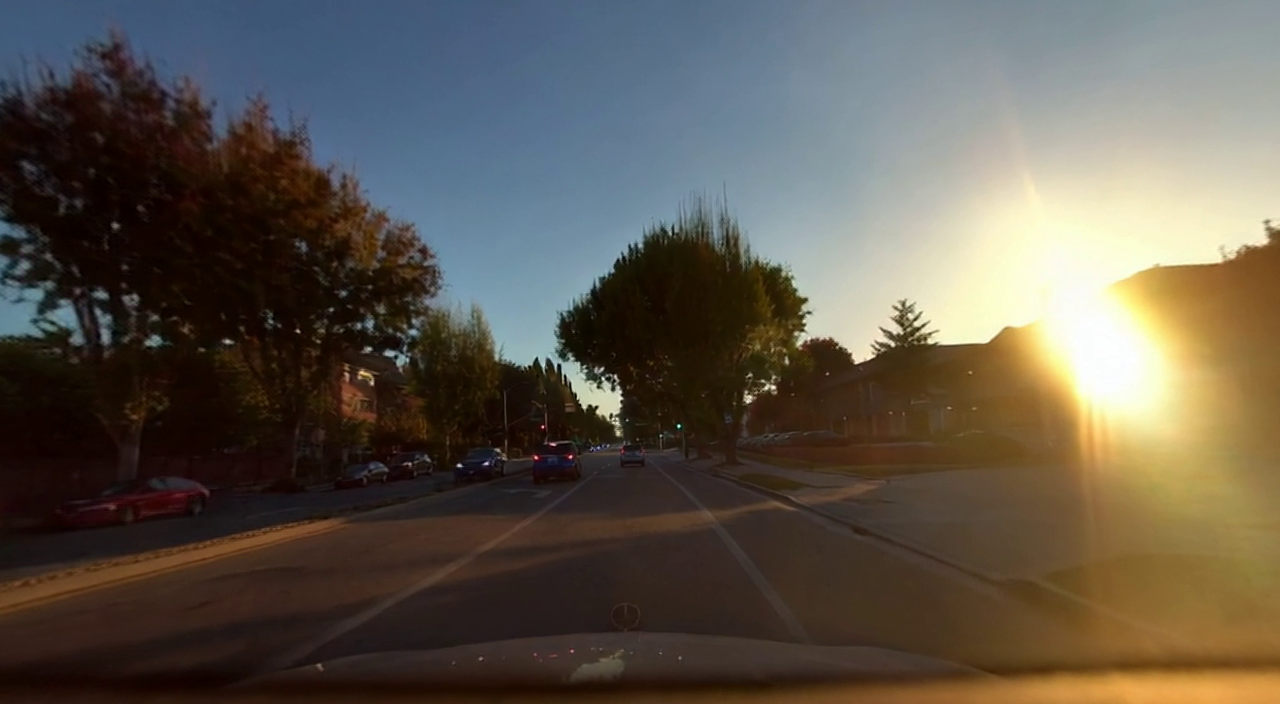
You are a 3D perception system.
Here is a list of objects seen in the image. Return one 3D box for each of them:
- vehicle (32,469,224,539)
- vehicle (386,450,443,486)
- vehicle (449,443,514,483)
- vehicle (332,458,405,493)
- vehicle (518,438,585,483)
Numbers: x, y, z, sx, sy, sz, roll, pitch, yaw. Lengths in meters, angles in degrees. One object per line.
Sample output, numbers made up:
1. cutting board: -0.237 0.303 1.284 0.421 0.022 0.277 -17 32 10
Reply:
1. vehicle: -14.727 4.343 18.599 1.874 1.392 4.633 -7 -8 -1
2. vehicle: -14.551 7.474 41.063 1.996 1.886 4.692 -6 -8 -1
3. vehicle: -8.050 5.654 32.503 2.084 1.731 4.595 -4 -8 0
4. vehicle: -14.661 6.667 34.414 1.880 1.476 4.715 -6 -8 0
5. vehicle: -3.616 4.551 26.772 2.097 1.755 4.336 0 -8 1
